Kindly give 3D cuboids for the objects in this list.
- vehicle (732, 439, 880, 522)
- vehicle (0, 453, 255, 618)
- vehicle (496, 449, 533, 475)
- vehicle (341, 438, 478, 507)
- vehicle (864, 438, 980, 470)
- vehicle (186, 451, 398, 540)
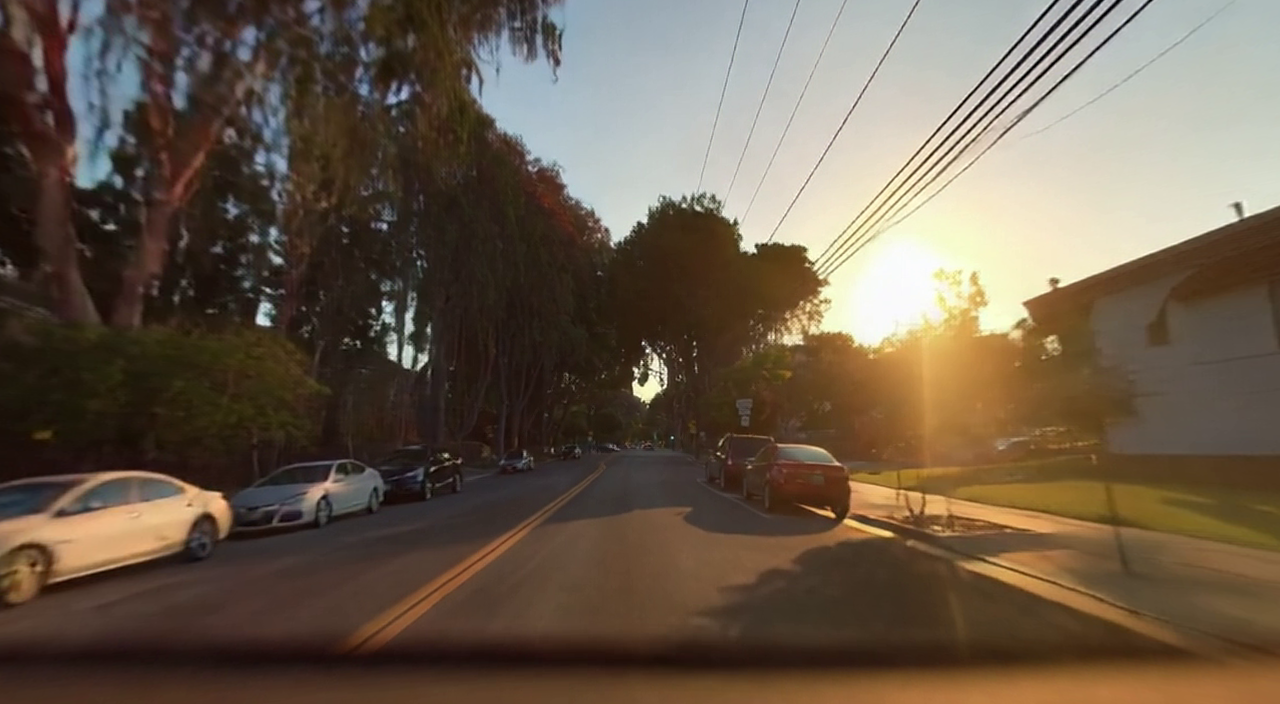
[{"bbox_3d":[3.293,2.622,13.483,1.869,1.453,4.237,0,-8,-2],"label":"vehicle"},{"bbox_3d":[-6.835,1.935,7.304,1.860,1.469,4.573,0,-8,0],"label":"vehicle"},{"bbox_3d":[-7.719,6.764,39.210,1.902,1.456,4.451,1,-9,-7],"label":"vehicle"},{"bbox_3d":[-6.811,3.598,19.513,2.151,1.789,5.482,0,-8,0],"label":"vehicle"},{"bbox_3d":[16.073,5.855,36.261,5.662,1.761,2.050,0,-8,0],"label":"vehicle"},{"bbox_3d":[-6.878,2.835,13.216,1.854,1.460,4.582,0,-8,0],"label":"vehicle"}]
